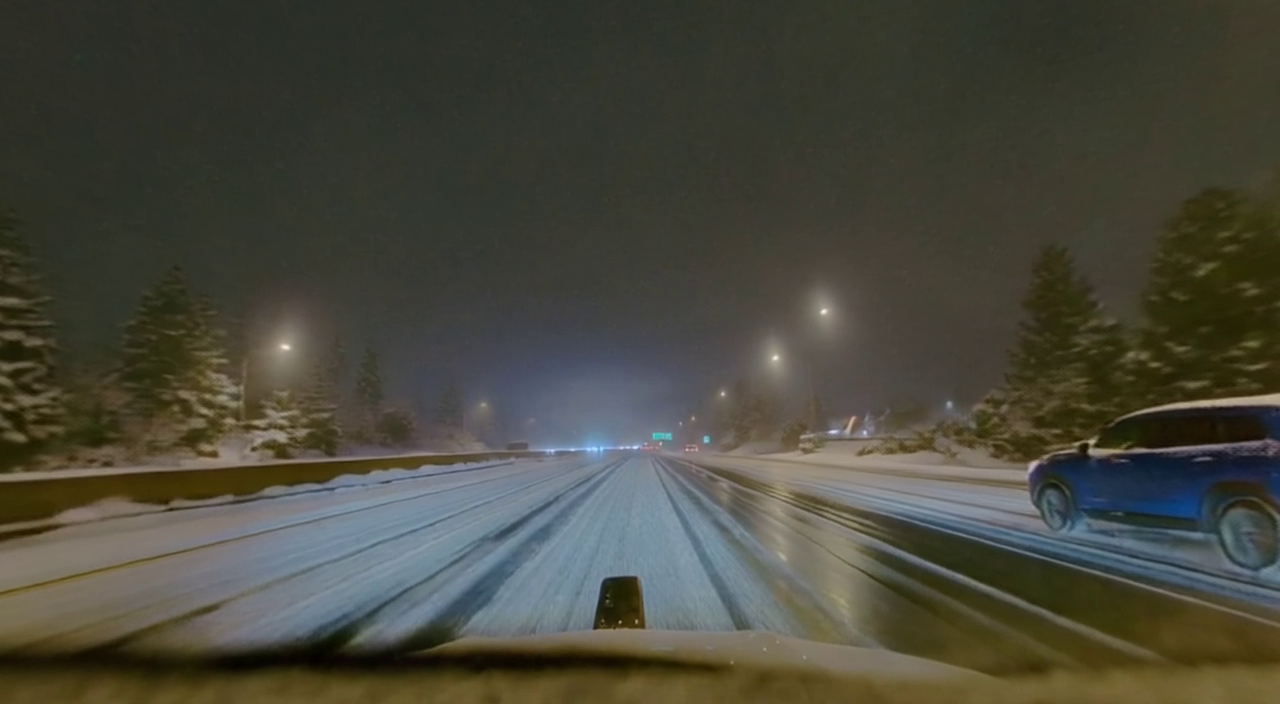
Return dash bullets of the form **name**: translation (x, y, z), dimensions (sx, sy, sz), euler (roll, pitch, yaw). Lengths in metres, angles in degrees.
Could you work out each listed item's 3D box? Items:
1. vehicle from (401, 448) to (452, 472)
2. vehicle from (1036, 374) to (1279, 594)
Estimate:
- **vehicle**: translation (-14.130, 7.134, 42.016), dimensions (1.880, 1.467, 4.331), euler (0, -9, 1)
- **vehicle**: translation (6.711, 1.301, 6.501), dimensions (2.222, 1.899, 4.595), euler (0, -9, 0)
